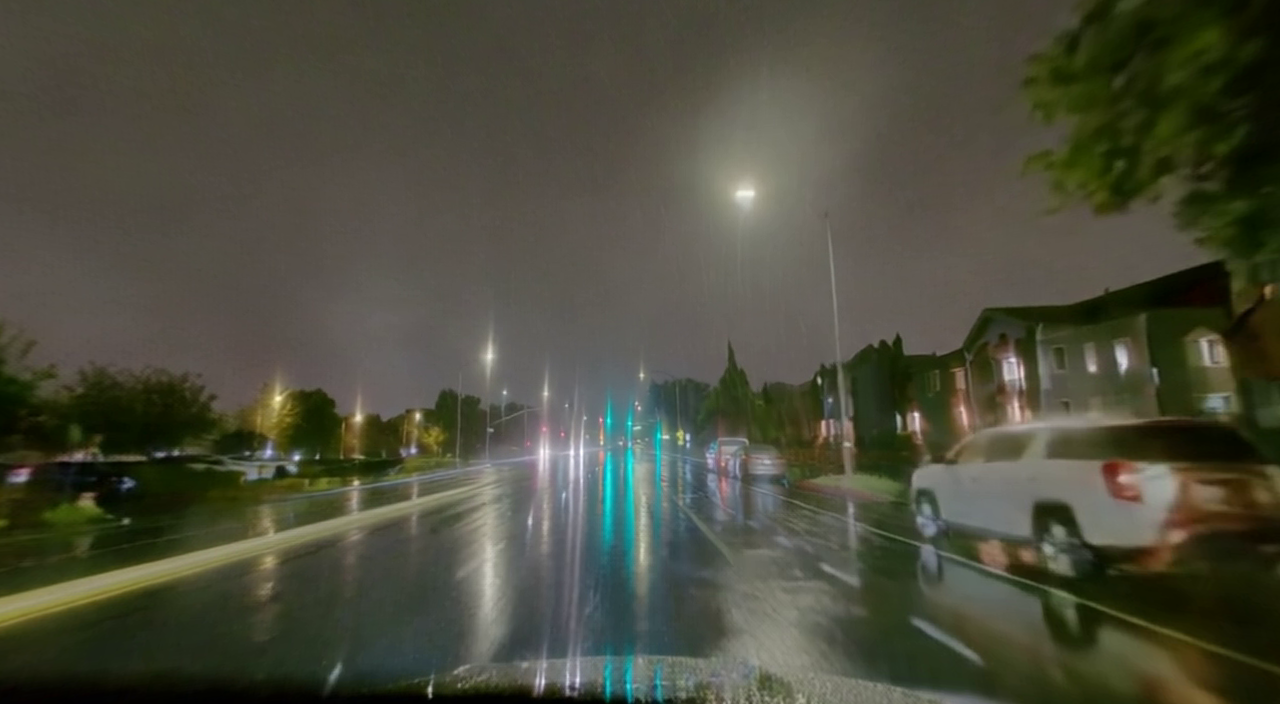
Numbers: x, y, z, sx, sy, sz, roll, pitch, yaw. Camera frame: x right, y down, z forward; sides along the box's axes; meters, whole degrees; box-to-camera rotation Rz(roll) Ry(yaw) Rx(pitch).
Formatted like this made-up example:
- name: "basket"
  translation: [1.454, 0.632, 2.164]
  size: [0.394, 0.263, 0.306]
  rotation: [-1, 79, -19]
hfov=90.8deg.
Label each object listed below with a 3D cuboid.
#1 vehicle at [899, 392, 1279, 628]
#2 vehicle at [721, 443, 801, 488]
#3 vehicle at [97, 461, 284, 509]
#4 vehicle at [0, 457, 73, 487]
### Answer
- name: "vehicle"
  translation: [4.767, 1.479, 6.870]
  size: [2.028, 1.731, 4.241]
  rotation: [0, -8, -1]
- name: "vehicle"
  translation: [4.269, 4.052, 22.966]
  size: [1.935, 1.433, 4.241]
  rotation: [0, -8, -2]
- name: "vehicle"
  translation: [-15.555, 4.616, 22.119]
  size: [4.826, 1.491, 2.086]
  rotation: [1, -8, -4]
- name: "vehicle"
  translation: [-37.427, 7.196, 38.074]
  size: [4.414, 1.651, 1.912]
  rotation: [5, -10, -31]
